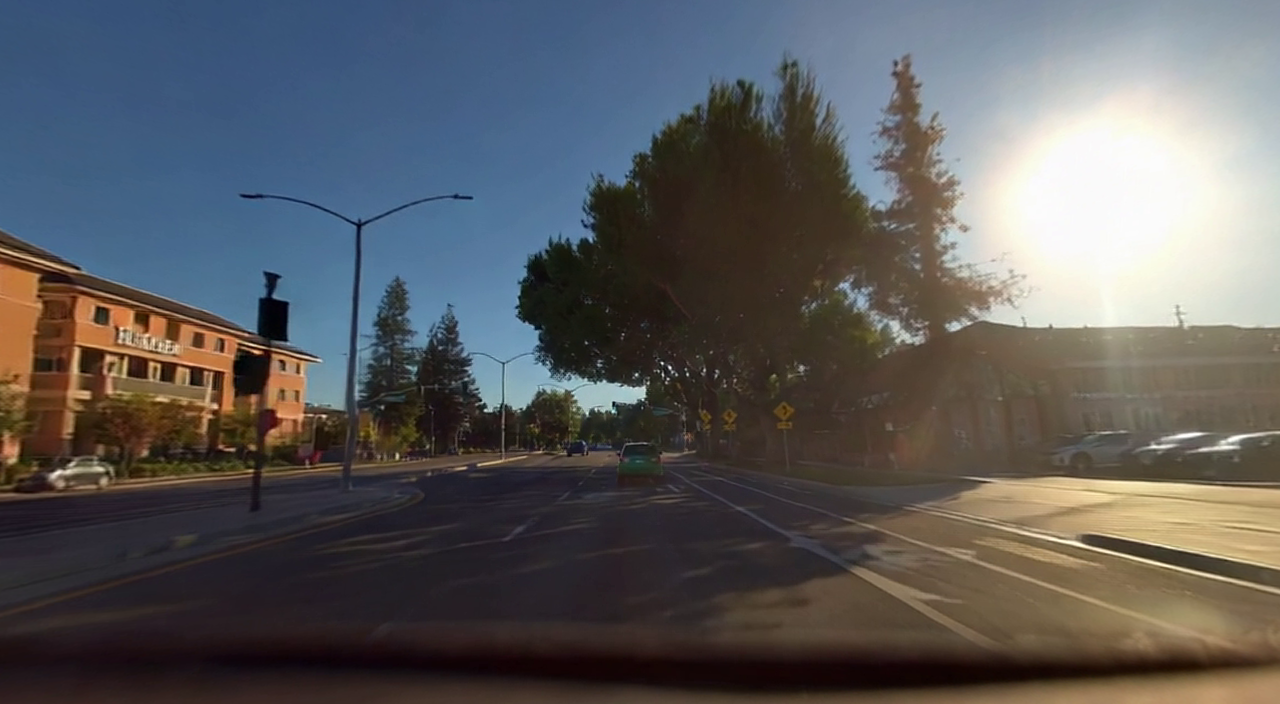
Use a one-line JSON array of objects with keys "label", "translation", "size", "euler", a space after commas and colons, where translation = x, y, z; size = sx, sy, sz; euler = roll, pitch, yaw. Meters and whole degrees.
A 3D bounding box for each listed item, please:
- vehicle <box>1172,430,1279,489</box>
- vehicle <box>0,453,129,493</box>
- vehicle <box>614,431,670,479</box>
[{"label": "vehicle", "translation": [18.773, 3.178, 18.854], "size": [3.892, 1.624, 2.085], "euler": [0, -9, -3]}, {"label": "vehicle", "translation": [-26.224, 5.436, 28.678], "size": [2.031, 1.622, 4.722], "euler": [0, -9, 0]}, {"label": "vehicle", "translation": [0.040, 4.555, 28.110], "size": [2.273, 1.909, 5.075], "euler": [0, -9, -1]}]
